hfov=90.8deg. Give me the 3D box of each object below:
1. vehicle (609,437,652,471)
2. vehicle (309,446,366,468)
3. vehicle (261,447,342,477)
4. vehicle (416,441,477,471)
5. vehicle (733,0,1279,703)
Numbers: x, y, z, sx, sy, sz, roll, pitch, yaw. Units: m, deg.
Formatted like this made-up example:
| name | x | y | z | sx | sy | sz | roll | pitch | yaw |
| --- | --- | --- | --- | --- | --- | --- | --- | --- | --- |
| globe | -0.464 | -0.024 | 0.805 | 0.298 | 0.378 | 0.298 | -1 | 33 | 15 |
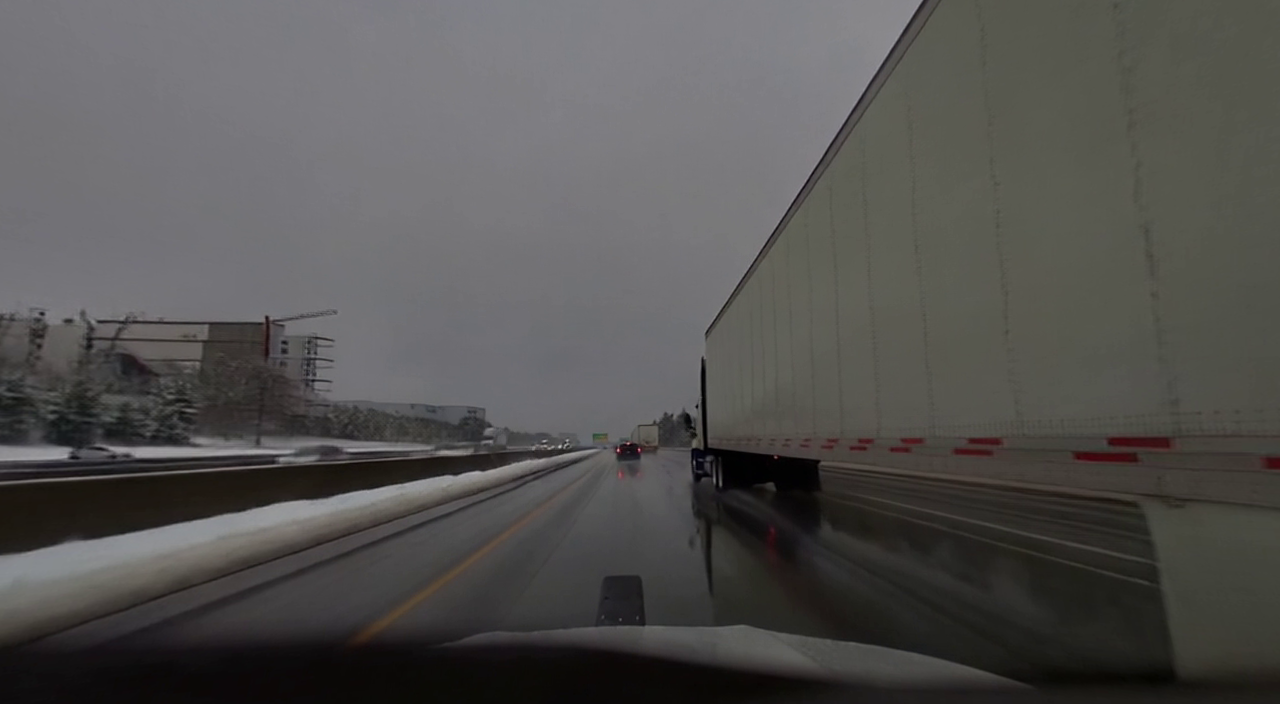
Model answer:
| name | x | y | z | sx | sy | sz | roll | pitch | yaw |
| --- | --- | --- | --- | --- | --- | --- | --- | --- | --- |
| vehicle | -0.529 | 5.432 | 33.883 | 2.191 | 1.685 | 4.015 | 0 | -9 | -1 |
| vehicle | -21.359 | 7.420 | 44.849 | 1.916 | 1.494 | 4.497 | 0 | -9 | -1 |
| vehicle | -17.679 | 5.726 | 33.242 | 1.829 | 1.454 | 4.419 | 0 | -9 | -1 |
| vehicle | -10.743 | 5.807 | 35.404 | 2.069 | 1.556 | 4.512 | 0 | -9 | -1 |
| vehicle | 3.432 | -0.088 | 4.525 | 2.996 | 4.123 | 15.965 | 0 | -9 | 0 |
